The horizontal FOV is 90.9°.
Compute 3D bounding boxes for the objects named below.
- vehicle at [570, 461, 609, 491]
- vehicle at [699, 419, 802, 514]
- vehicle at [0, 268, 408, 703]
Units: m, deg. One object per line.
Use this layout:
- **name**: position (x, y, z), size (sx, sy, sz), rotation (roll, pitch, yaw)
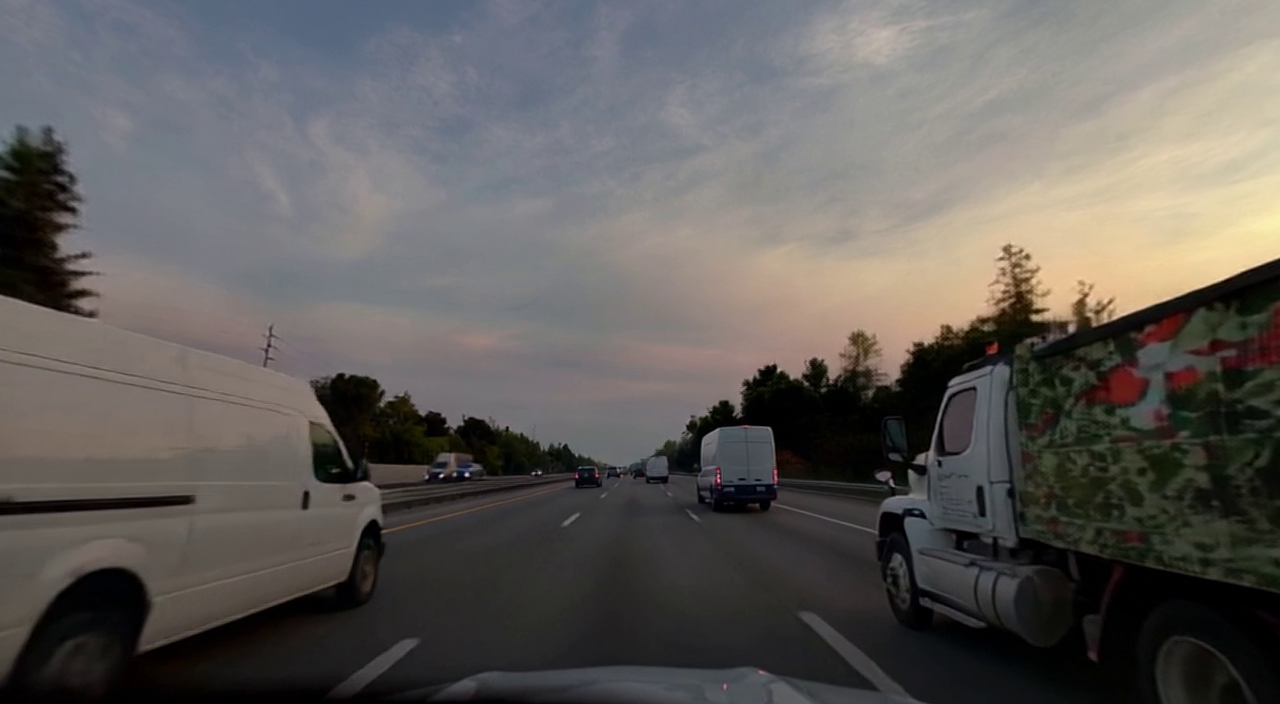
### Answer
- **vehicle**: position (-3.401, 8.478, 43.270), size (2.204, 1.852, 4.661), rotation (1, -11, 1)
- **vehicle**: position (3.767, 4.132, 22.796), size (2.703, 2.988, 5.097), rotation (1, -11, -1)
- **vehicle**: position (-3.432, 0.885, 3.353), size (2.378, 1.930, 5.086), rotation (1, -11, 0)
